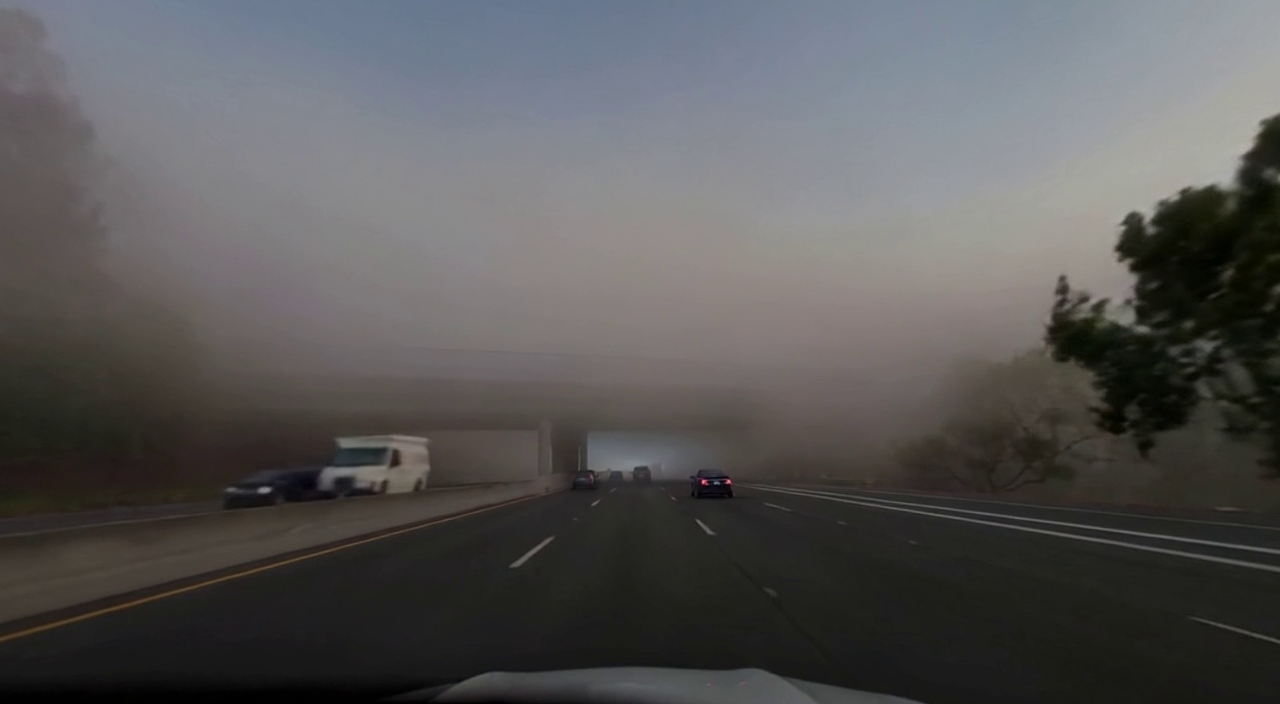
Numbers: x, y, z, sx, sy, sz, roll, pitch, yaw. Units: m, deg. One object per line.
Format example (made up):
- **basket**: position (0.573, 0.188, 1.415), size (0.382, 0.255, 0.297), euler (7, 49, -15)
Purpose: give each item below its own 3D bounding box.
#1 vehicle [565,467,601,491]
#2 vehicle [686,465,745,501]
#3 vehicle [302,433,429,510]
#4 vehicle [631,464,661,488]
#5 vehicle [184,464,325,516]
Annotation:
- **vehicle**: position (-3.698, 8.342, 41.485), size (1.975, 1.486, 3.903), euler (0, -10, 0)
- **vehicle**: position (3.402, 6.063, 29.245), size (2.092, 1.518, 4.348), euler (1, -10, -2)
- **vehicle**: position (-10.091, 4.486, 23.727), size (2.253, 2.507, 5.478), euler (0, -11, 0)
- **vehicle**: position (0.445, 9.362, 47.476), size (2.181, 1.698, 4.056), euler (0, -10, 0)
- **vehicle**: position (-13.377, 4.808, 22.211), size (2.033, 1.615, 4.542), euler (0, -10, 0)
